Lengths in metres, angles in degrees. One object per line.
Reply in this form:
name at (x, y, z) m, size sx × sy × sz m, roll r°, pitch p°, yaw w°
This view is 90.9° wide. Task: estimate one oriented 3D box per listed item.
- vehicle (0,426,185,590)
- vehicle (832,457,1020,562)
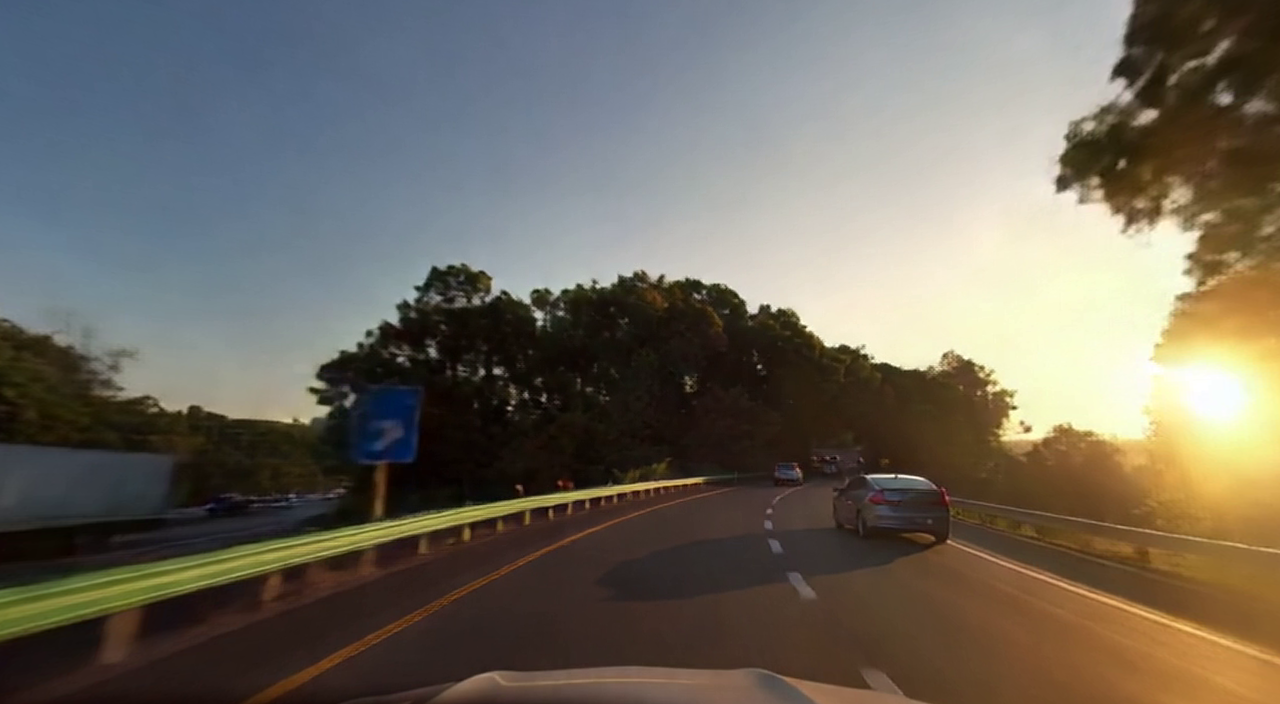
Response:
vehicle at (-17.014, 3.810, 15.532) m, size 2.909 × 3.910 × 9.340 m, roll -2°, pitch -11°, yaw 14°
vehicle at (5.134, 2.860, 12.049) m, size 2.023 × 1.593 × 4.105 m, roll 0°, pitch -11°, yaw 6°
